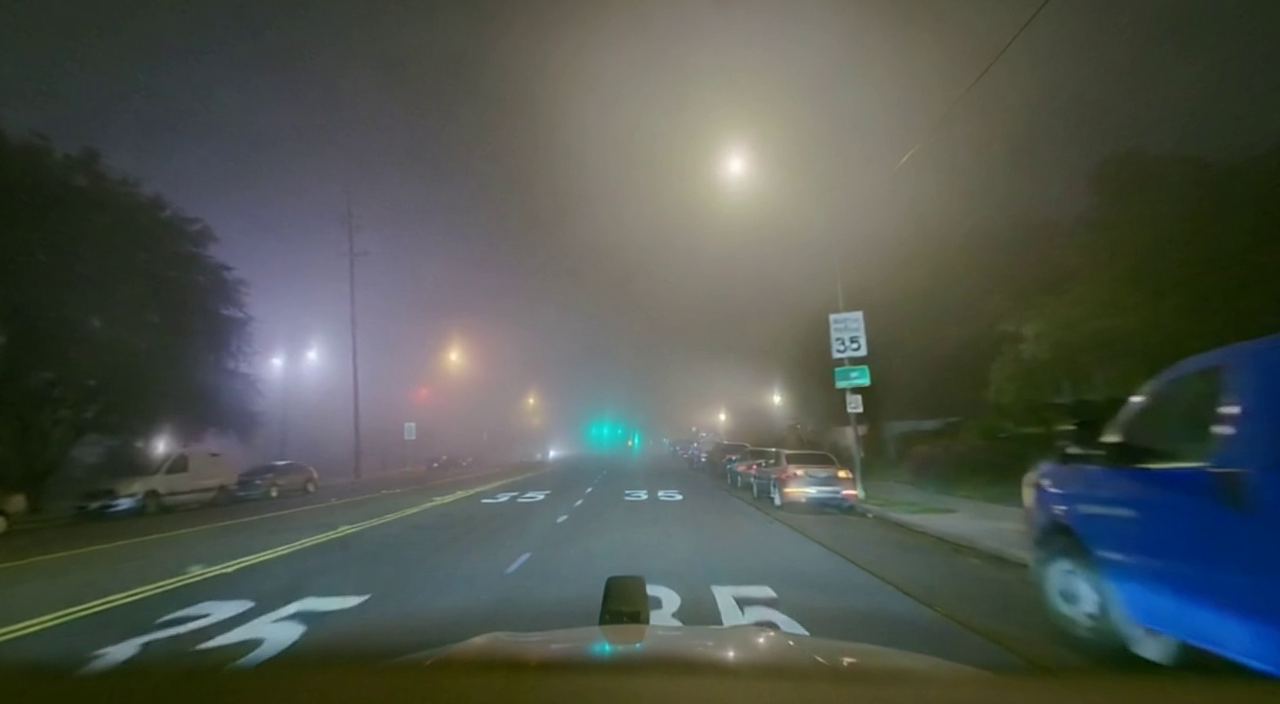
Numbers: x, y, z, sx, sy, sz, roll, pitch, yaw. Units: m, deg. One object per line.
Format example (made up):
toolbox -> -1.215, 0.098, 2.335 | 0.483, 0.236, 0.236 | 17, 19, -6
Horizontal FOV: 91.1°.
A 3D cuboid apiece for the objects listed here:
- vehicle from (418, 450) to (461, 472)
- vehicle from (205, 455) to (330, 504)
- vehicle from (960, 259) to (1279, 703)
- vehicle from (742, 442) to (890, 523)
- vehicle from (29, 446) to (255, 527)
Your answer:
vehicle -> -15.523, 8.422, 48.717 | 1.992, 1.517, 4.426 | 0, -8, -2
vehicle -> -13.180, 4.501, 22.563 | 1.821, 1.468, 4.408 | 0, -8, -1
vehicle -> 3.389, 0.565, 1.483 | 2.278, 1.976, 5.589 | 0, -8, 0
vehicle -> 3.495, 2.662, 13.409 | 1.827, 1.422, 4.340 | 0, -8, -1
vehicle -> -13.051, 3.482, 17.027 | 2.128, 1.854, 4.943 | 0, -8, -2
